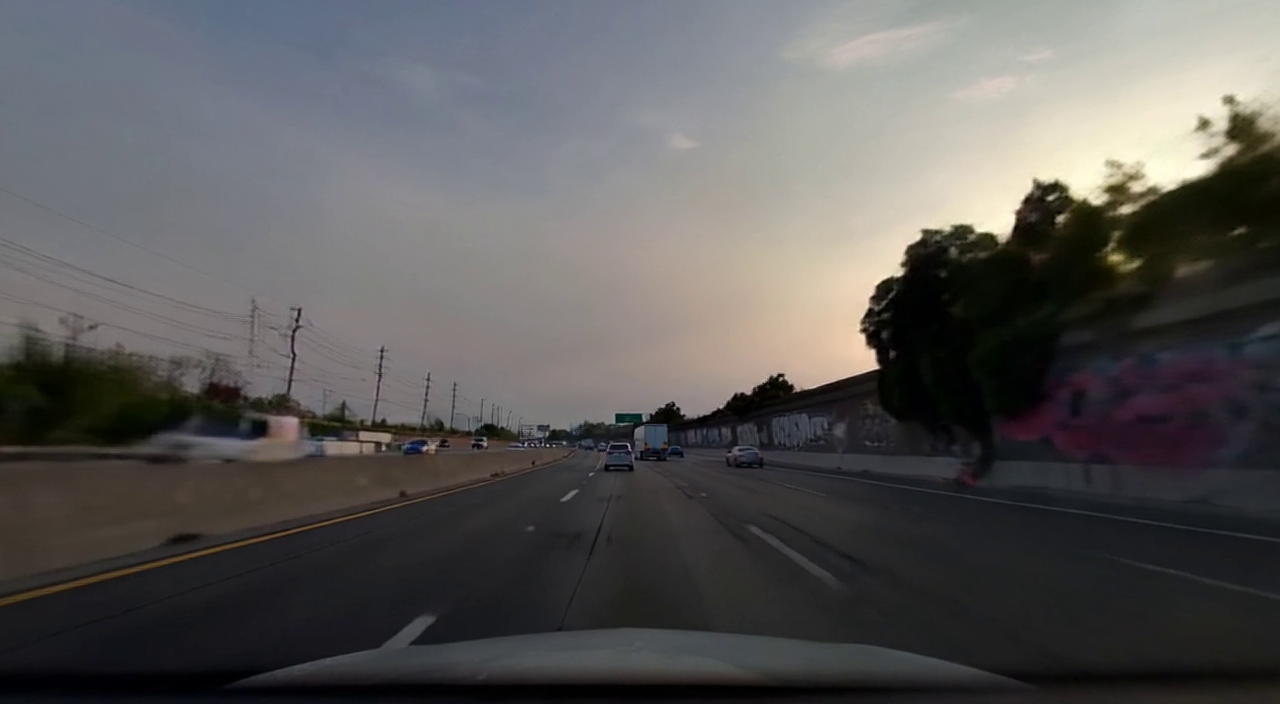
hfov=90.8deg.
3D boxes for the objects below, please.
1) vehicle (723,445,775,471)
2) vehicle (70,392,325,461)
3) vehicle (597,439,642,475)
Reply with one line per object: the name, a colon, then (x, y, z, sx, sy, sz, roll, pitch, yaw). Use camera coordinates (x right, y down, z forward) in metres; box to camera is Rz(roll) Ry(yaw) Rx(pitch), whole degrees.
vehicle: (6.501, 6.360, 38.191, 2.018, 1.451, 4.762, 0, -9, -3)
vehicle: (-10.485, 1.959, 15.817, 2.299, 1.399, 5.789, 0, -9, -1)
vehicle: (-1.029, 5.328, 32.206, 2.191, 1.685, 3.353, 0, -9, -2)
